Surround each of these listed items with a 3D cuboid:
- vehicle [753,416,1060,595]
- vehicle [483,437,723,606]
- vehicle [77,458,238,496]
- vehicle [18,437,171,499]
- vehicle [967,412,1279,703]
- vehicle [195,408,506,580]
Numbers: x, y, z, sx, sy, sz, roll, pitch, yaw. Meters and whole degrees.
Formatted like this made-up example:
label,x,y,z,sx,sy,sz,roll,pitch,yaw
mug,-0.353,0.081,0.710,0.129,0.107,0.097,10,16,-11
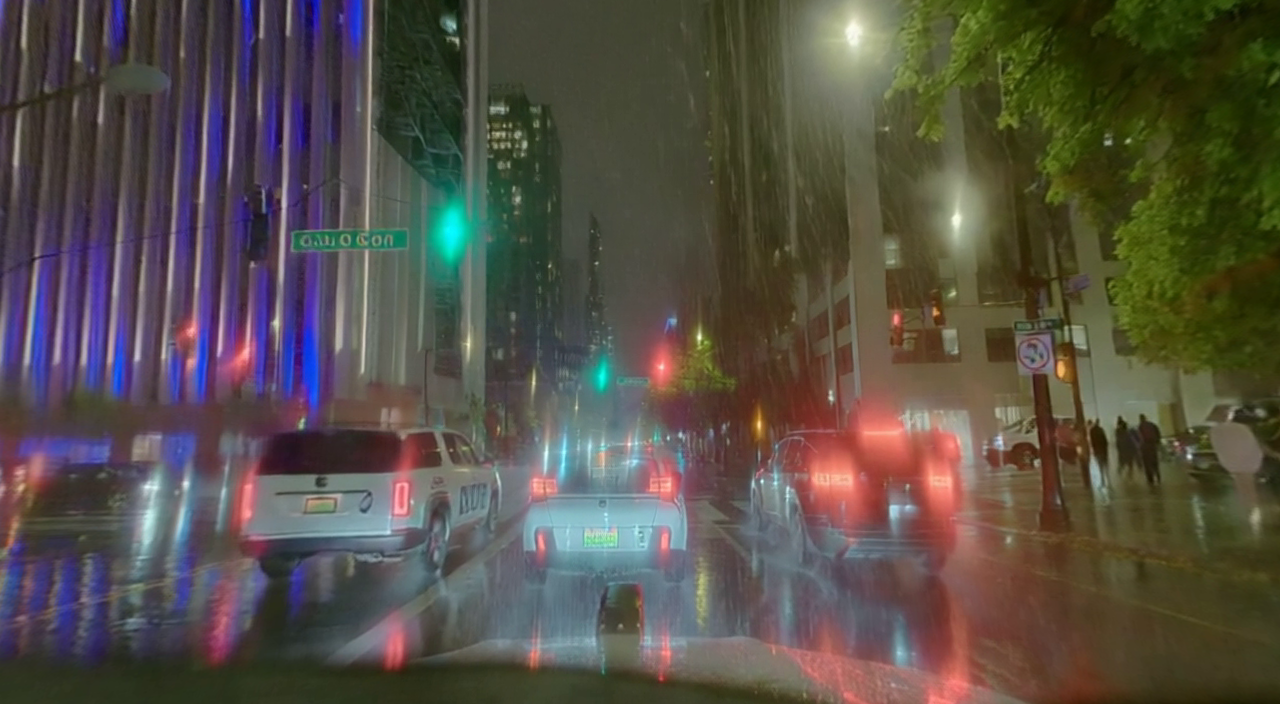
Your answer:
label,x,y,z,sx,sy,sz,roll,pitch,yaw
vehicle,3.034,1.849,8.616,2.072,1.735,4.759,0,-8,0
vehicle,-0.355,1.789,7.656,2.092,1.454,4.132,0,-8,-1
vehicle,-20.261,5.246,26.710,5.153,1.449,1.966,0,-8,0
vehicle,-30.877,6.523,35.938,5.896,3.276,2.809,1,-8,1
vehicle,2.737,0.807,1.116,1.902,1.454,4.540,0,-8,0
vehicle,-3.684,1.920,9.510,2.190,1.840,5.272,0,-8,0
